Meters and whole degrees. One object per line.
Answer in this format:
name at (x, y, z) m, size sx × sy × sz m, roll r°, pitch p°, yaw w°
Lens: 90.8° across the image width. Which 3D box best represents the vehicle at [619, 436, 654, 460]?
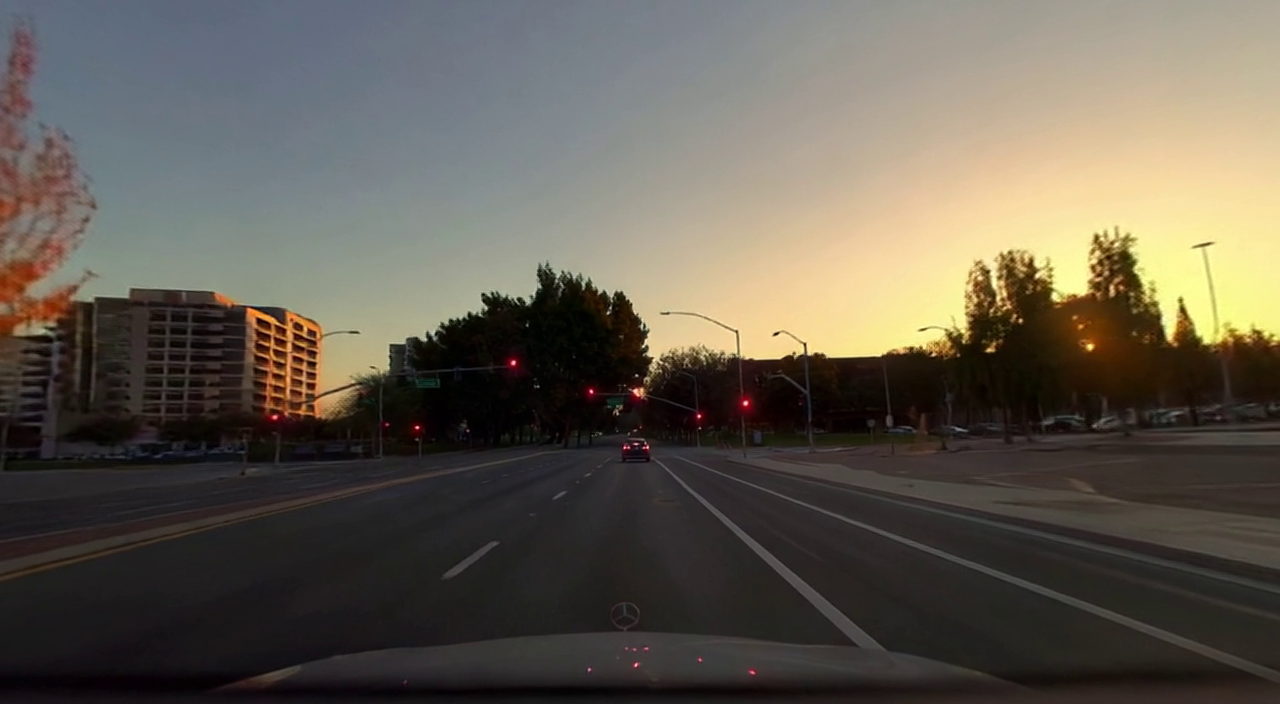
vehicle at (-0.224, 6.099, 40.116) m, size 2.107 × 1.470 × 3.974 m, roll 0°, pitch -9°, yaw -1°
